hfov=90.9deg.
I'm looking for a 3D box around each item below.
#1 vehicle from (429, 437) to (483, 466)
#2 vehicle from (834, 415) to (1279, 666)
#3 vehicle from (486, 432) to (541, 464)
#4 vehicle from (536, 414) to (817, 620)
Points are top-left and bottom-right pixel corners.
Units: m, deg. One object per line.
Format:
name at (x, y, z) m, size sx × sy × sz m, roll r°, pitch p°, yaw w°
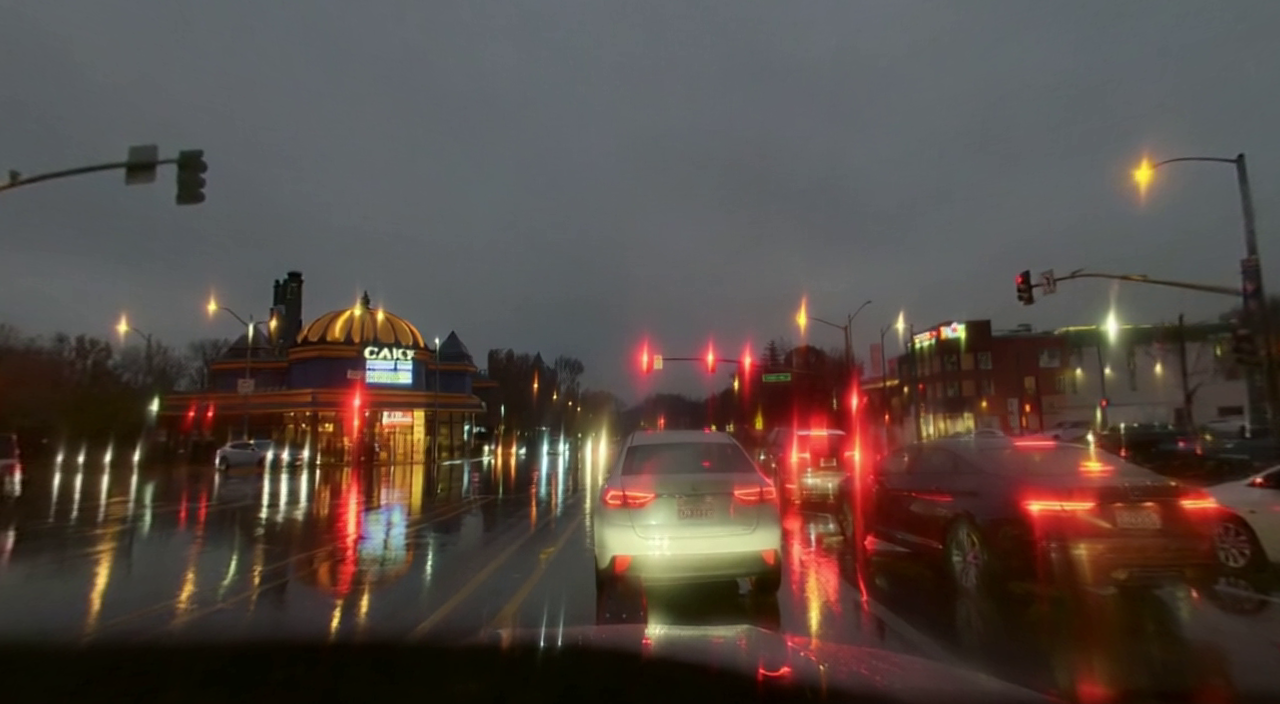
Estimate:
vehicle at (-12.112, 6.579, 41.834) m, size 2.122 × 1.829 × 4.559 m, roll 0°, pitch -8°, yaw 0°
vehicle at (3.517, 1.452, 6.056) m, size 1.883 × 1.480 × 4.489 m, roll 0°, pitch -8°, yaw 0°
vehicle at (-8.809, 6.716, 44.600) m, size 2.710 × 2.022 × 5.889 m, roll -2°, pitch -7°, yaw -1°
vehicle at (0.215, 1.498, 6.670) m, size 2.073 × 1.496 × 3.892 m, roll 0°, pitch -8°, yaw -2°
